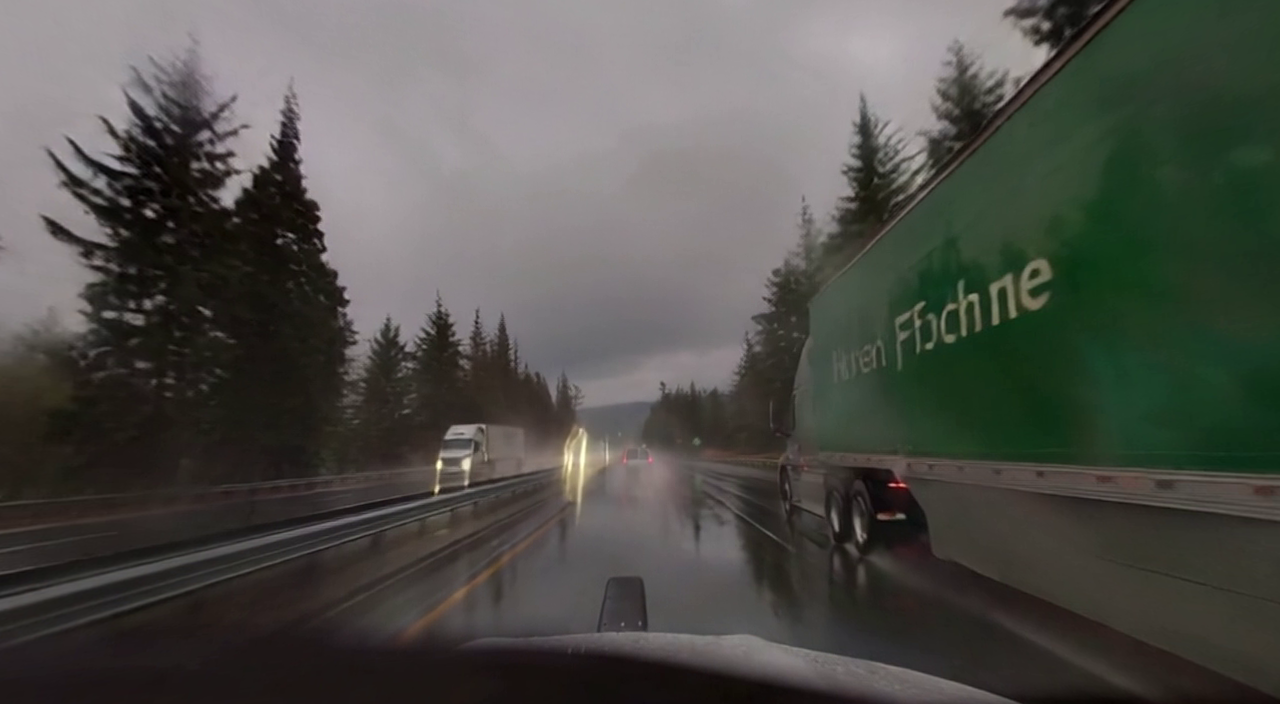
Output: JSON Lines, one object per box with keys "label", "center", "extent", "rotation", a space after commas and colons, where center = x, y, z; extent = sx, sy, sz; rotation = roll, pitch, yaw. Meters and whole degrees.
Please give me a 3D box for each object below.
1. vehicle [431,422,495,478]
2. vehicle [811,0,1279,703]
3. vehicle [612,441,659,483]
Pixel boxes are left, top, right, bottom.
{"label": "vehicle", "center": [-13.333, 7.461, 47.996], "extent": [3.008, 3.963, 5.909], "rotation": [0, -9, 1]}
{"label": "vehicle", "center": [4.326, -0.075, 3.723], "extent": [3.030, 3.985, 12.707], "rotation": [0, -9, 0]}
{"label": "vehicle", "center": [-0.221, 5.270, 30.450], "extent": [2.105, 1.865, 4.102], "rotation": [0, -9, 0]}
